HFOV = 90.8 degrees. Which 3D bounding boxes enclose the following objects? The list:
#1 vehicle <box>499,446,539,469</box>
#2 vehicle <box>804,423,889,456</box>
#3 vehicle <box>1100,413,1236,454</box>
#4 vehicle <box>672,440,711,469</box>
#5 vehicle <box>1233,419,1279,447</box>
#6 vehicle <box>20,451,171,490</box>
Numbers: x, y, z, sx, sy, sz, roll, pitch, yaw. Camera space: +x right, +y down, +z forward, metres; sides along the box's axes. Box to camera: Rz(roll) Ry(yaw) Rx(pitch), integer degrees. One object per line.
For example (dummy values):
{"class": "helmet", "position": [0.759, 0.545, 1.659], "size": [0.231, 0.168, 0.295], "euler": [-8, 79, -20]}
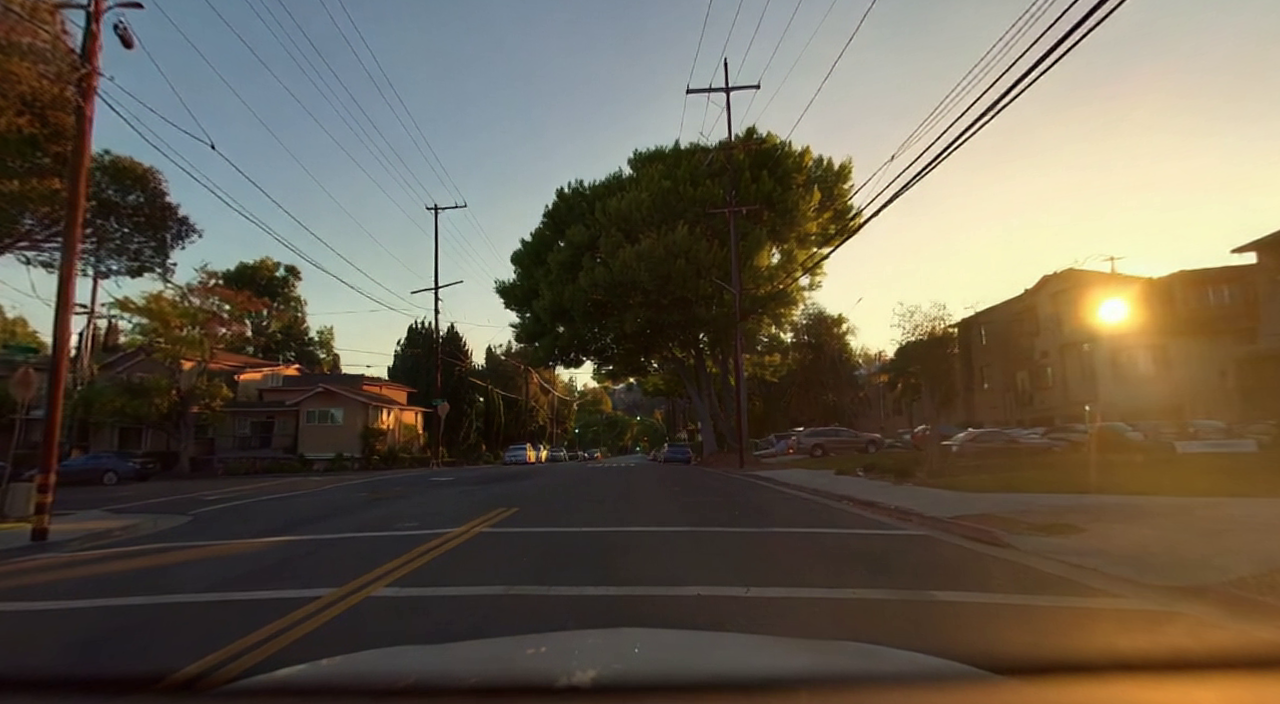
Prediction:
{"class": "vehicle", "position": [-8.536, 7.434, 44.807], "size": [2.066, 1.472, 4.353], "euler": [0, -8, -1]}
{"class": "vehicle", "position": [11.207, 4.754, 34.134], "size": [4.509, 1.664, 1.981], "euler": [6, -10, -35]}
{"class": "vehicle", "position": [22.397, 3.503, 26.902], "size": [4.002, 1.505, 2.061], "euler": [-1, -10, -5]}
{"class": "vehicle", "position": [3.256, 6.575, 40.762], "size": [1.993, 1.755, 4.256], "euler": [0, -8, -2]}
{"class": "vehicle", "position": [33.084, 4.233, 32.938], "size": [3.433, 1.389, 1.683], "euler": [3, -8, -22]}
{"class": "vehicle", "position": [-22.299, 4.855, 26.022], "size": [4.424, 1.486, 1.814], "euler": [0, -8, -2]}
